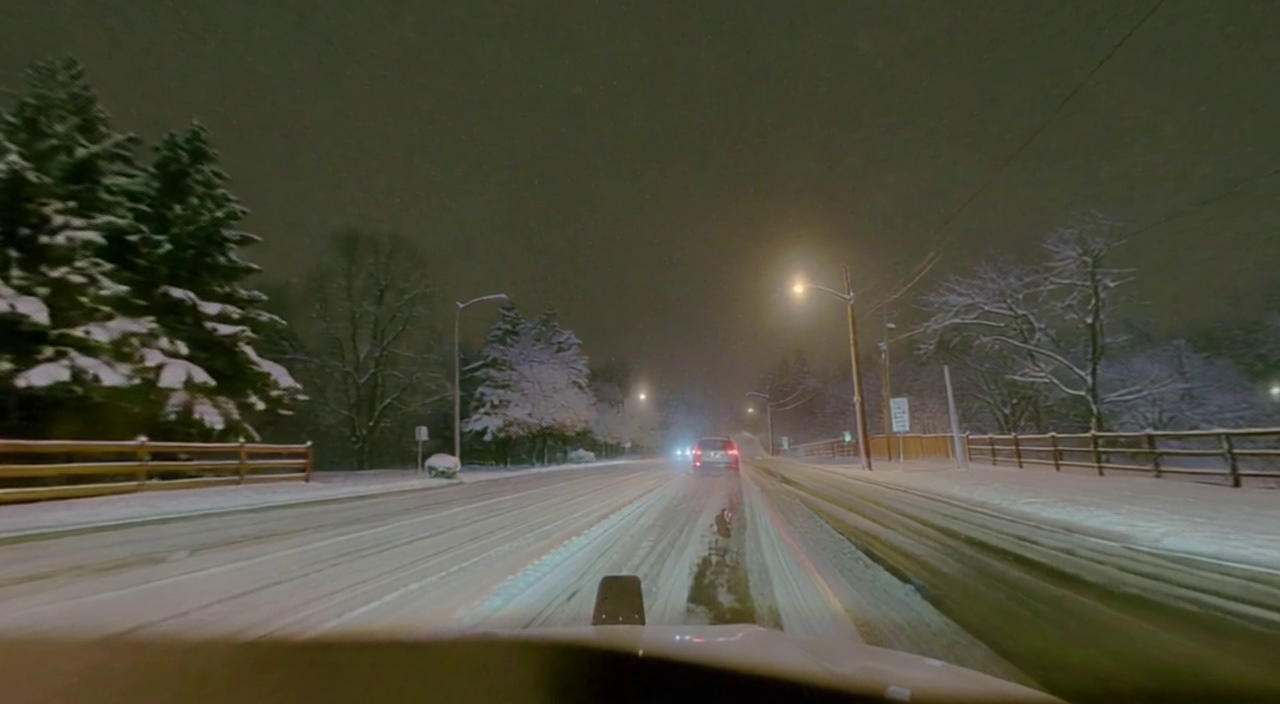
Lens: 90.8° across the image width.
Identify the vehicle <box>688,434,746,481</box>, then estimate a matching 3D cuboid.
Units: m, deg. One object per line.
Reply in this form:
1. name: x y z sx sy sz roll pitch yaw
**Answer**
1. vehicle: 3.305 4.546 27.424 2.230 1.827 4.580 -1 -9 6
